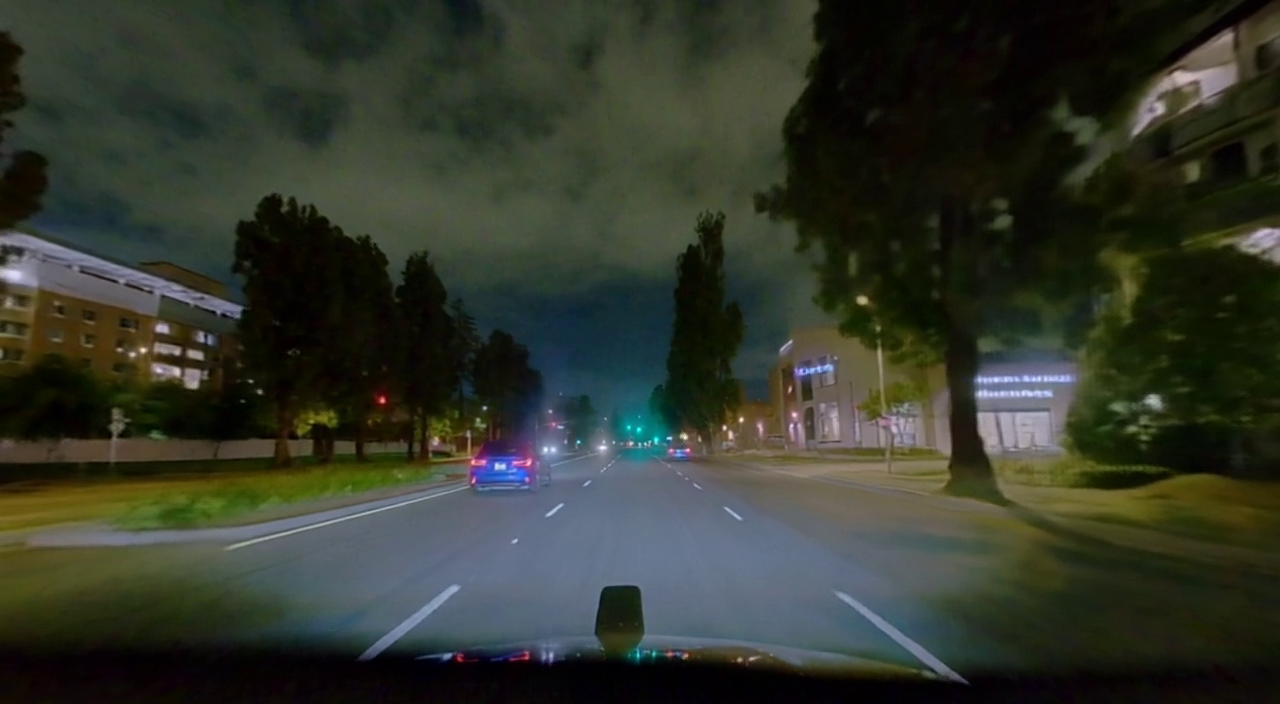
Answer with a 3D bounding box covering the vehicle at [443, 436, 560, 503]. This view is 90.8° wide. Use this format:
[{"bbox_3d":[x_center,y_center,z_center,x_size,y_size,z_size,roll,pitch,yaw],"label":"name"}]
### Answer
[{"bbox_3d":[-3.374,2.935,16.269,2.005,1.477,4.169,0,-8,1],"label":"vehicle"}]
